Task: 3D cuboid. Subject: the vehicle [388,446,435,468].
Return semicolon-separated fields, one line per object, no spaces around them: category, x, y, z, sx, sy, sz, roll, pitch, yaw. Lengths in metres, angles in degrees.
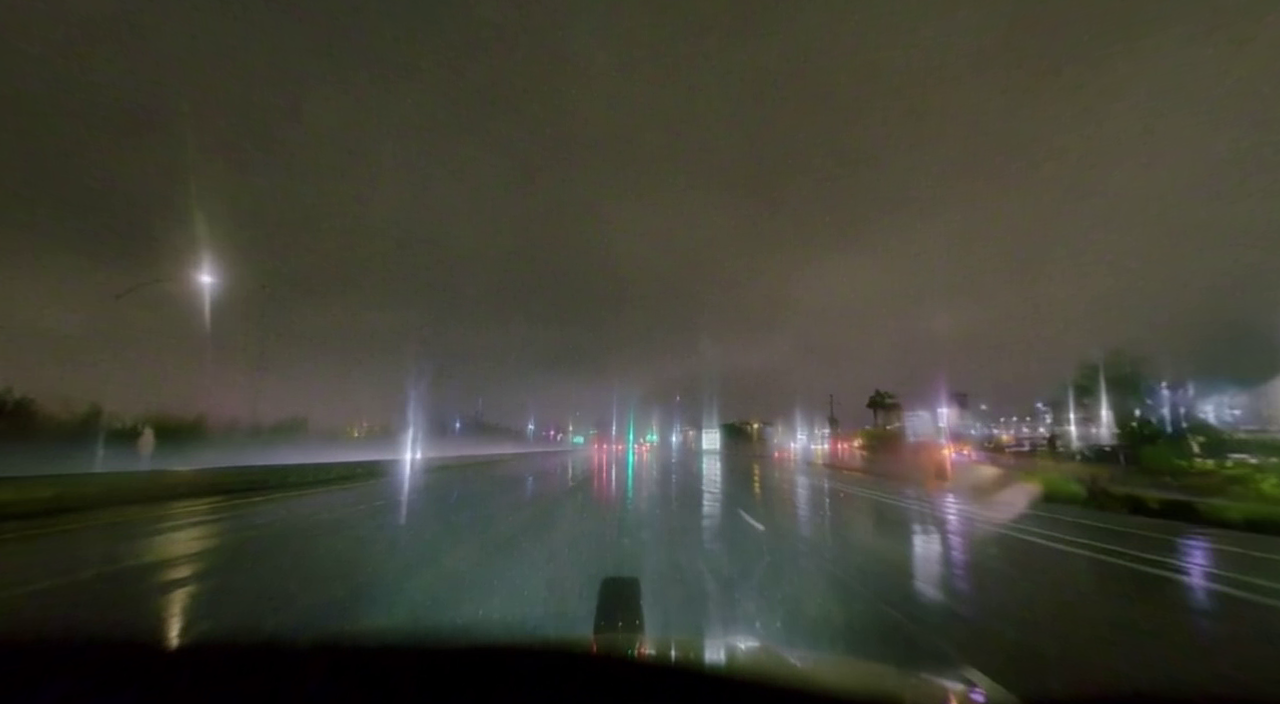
vehicle;-17.310;7.962;48.060;1.812;1.583;4.739;0;-8;1
